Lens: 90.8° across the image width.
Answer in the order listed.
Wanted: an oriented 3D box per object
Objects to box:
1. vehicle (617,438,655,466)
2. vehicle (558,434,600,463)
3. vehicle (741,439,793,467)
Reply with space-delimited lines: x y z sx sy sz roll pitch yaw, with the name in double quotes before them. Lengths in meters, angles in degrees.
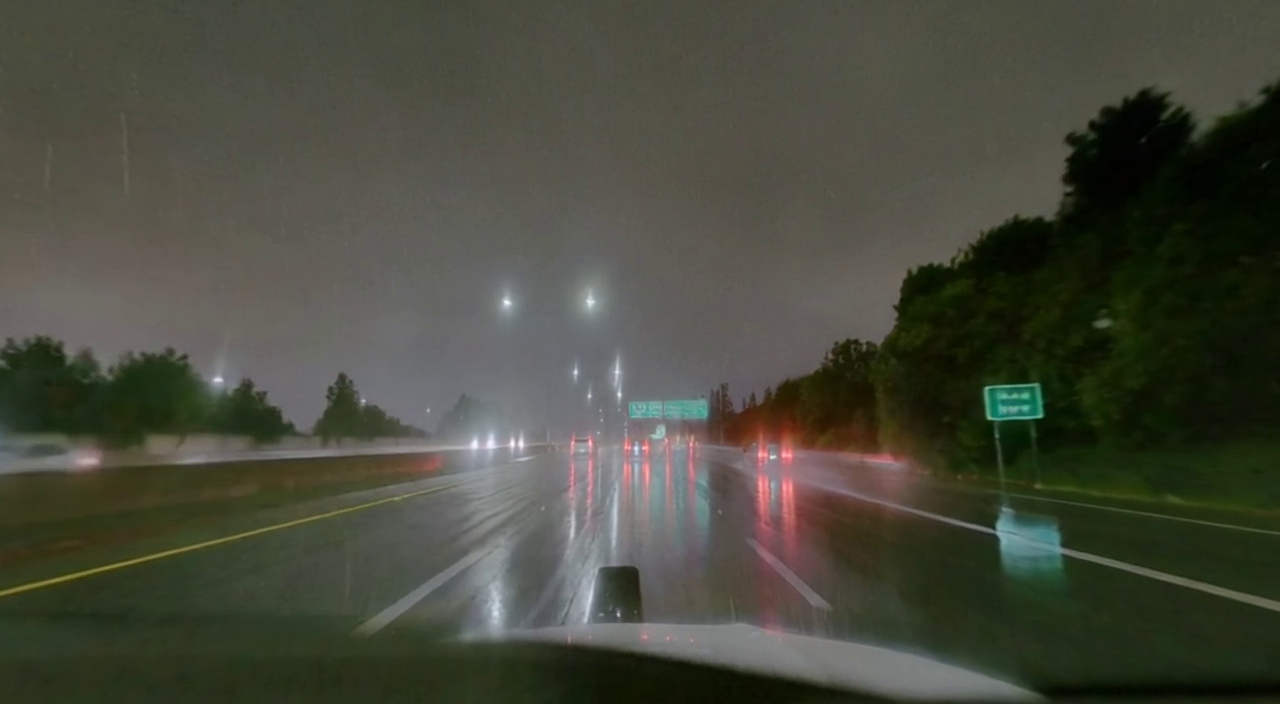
"vehicle" -0.229 5.670 35.895 1.985 1.457 4.227 0 -9 -1
"vehicle" -3.790 6.150 40.228 2.123 1.661 4.601 0 -9 1
"vehicle" 7.136 5.720 35.920 1.935 1.478 4.433 1 -9 -2
